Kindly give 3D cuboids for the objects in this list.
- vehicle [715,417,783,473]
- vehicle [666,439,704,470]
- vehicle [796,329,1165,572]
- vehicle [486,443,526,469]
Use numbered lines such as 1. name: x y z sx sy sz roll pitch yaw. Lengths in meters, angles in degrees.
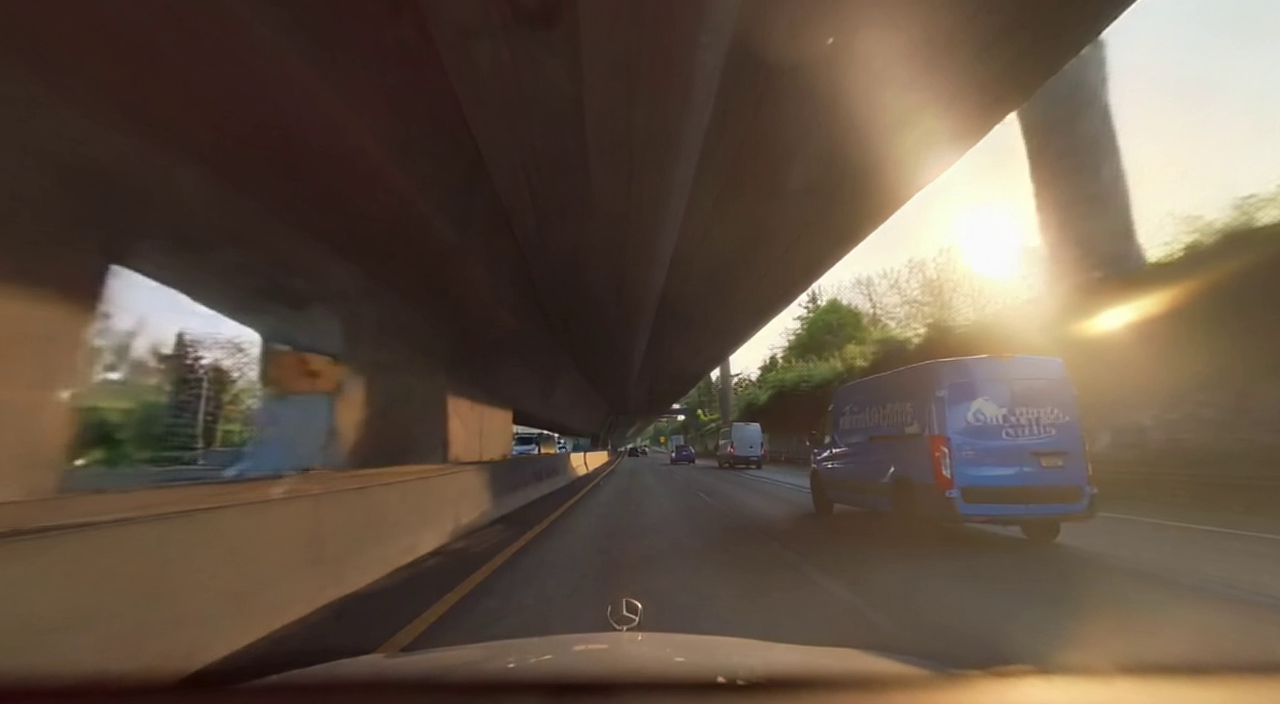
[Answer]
1. vehicle: 6.807 5.979 40.441 2.761 3.225 7.624 0 -9 -2
2. vehicle: 2.908 6.762 41.573 2.007 1.943 5.010 0 -9 -2
3. vehicle: 4.399 1.479 9.743 2.283 2.631 5.719 0 -9 -2
4. vehicle: -9.122 7.124 43.192 1.827 1.612 4.182 0 -9 0
